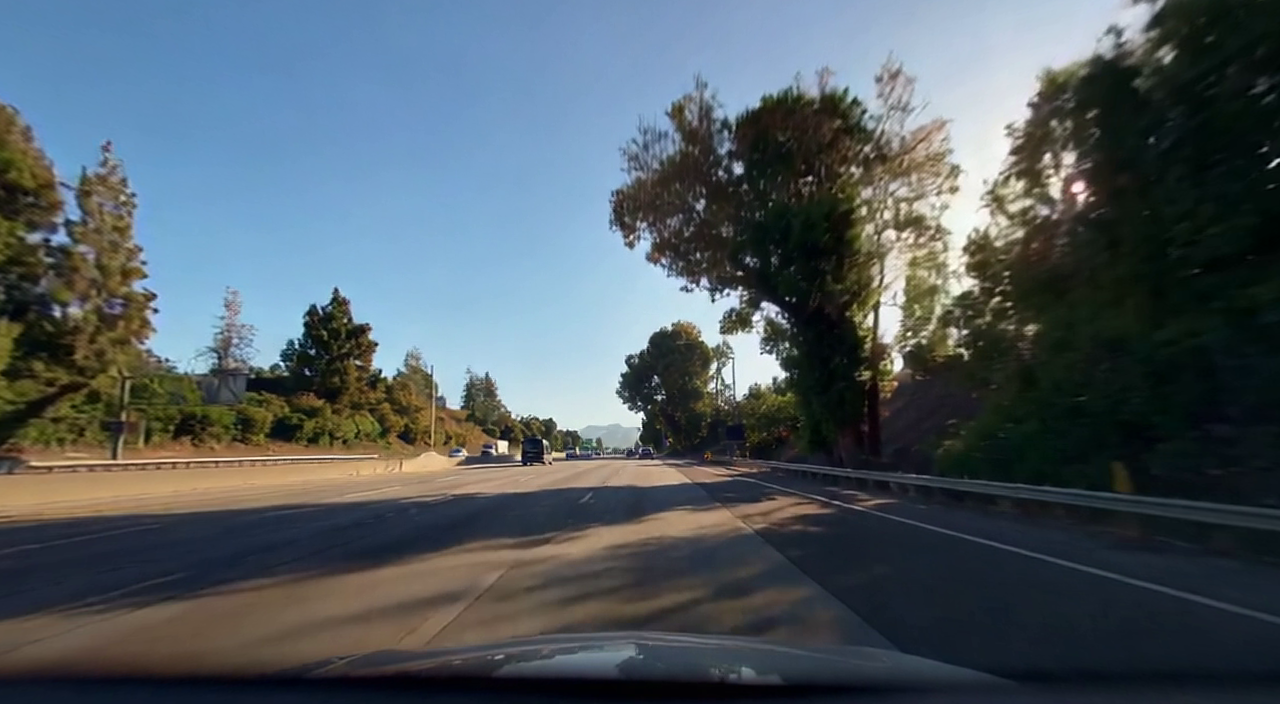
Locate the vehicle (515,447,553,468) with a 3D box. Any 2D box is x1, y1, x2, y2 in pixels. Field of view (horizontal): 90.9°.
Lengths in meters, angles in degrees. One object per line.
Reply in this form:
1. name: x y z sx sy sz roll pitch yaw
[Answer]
1. vehicle: -8.230 8.201 49.294 1.983 1.532 4.424 -1 -9 2
